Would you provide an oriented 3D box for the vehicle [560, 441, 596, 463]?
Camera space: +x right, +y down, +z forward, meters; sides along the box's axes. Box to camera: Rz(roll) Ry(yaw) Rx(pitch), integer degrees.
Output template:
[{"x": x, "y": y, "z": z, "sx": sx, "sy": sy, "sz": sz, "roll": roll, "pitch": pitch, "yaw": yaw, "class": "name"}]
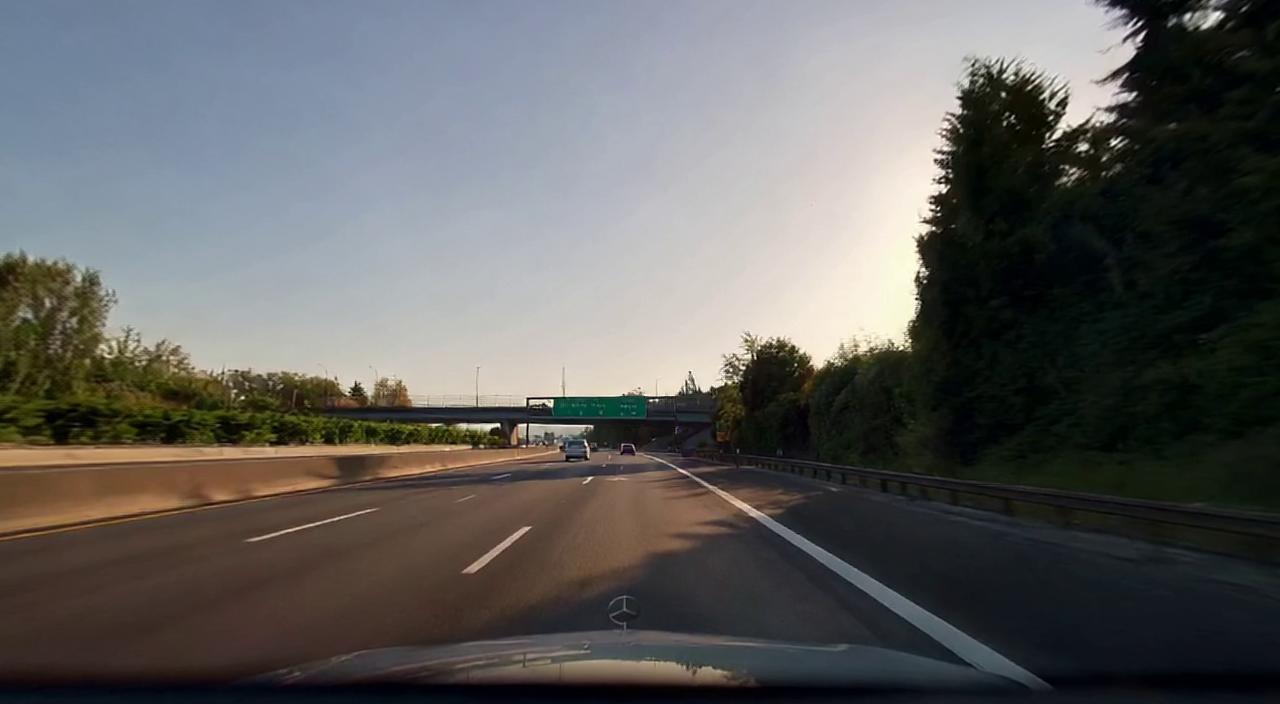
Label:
[{"x": -4.389, "y": 7.137, "z": 45.046, "sx": 2.211, "sy": 1.524, "sz": 3.651, "roll": 0, "pitch": -8, "yaw": 0, "class": "vehicle"}]
